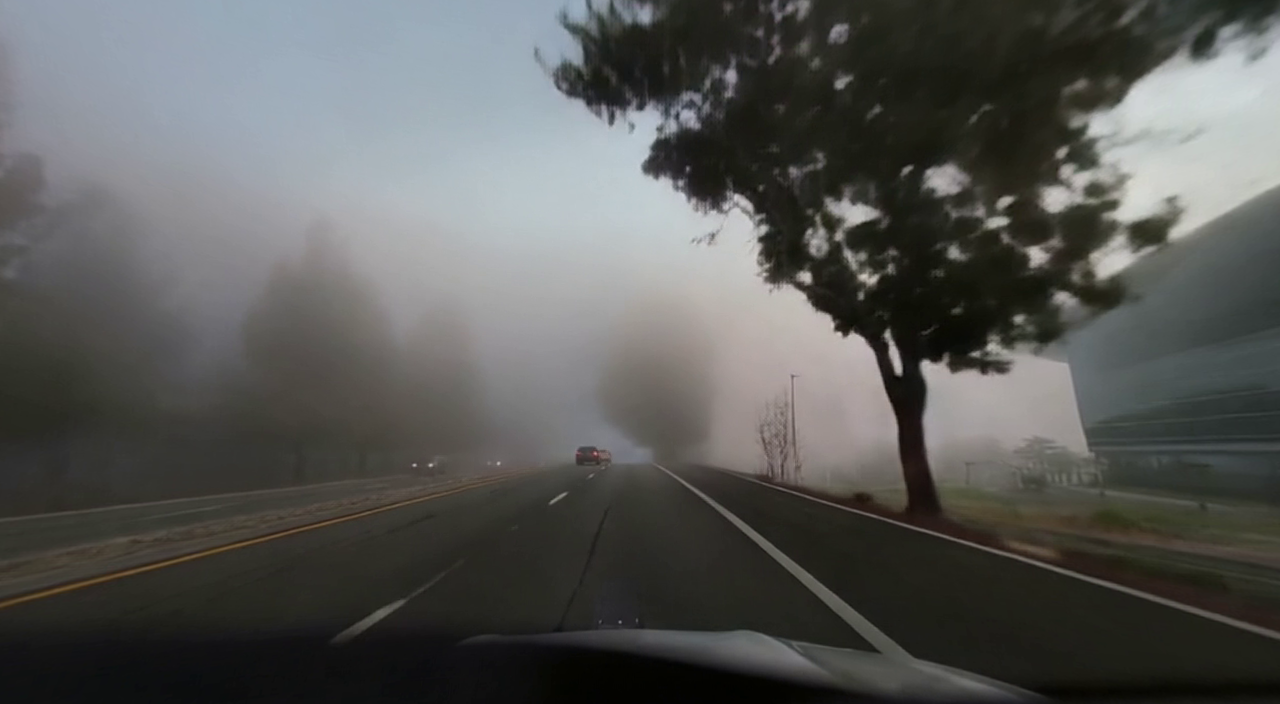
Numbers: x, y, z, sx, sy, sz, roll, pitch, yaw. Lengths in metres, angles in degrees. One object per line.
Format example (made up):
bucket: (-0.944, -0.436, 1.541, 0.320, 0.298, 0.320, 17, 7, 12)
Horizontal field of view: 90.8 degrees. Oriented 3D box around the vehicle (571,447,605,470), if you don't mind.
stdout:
vehicle: (-3.635, 7.544, 44.904, 1.984, 1.521, 4.682, 0, -8, 0)
